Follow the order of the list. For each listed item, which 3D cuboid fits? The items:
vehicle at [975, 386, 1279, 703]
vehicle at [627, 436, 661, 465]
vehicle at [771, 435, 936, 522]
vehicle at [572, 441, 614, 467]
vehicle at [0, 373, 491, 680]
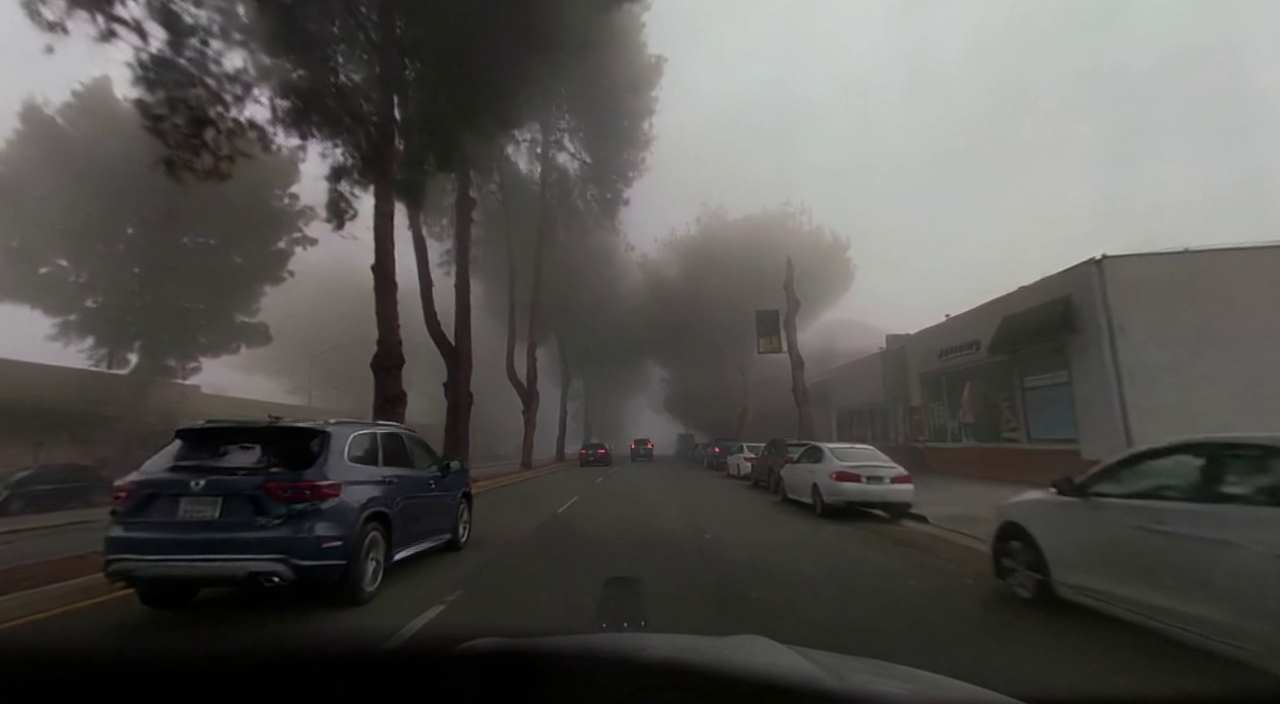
[{"bbox_3d":[4.260,1.125,3.965,1.940,1.669,4.142,0,-8,-1],"label":"vehicle"},{"bbox_3d":[0.264,6.399,41.049,2.075,1.770,4.018,0,-8,0],"label":"vehicle"},{"bbox_3d":[4.181,2.530,13.205,1.887,1.517,4.257,0,-8,-1],"label":"vehicle"},{"bbox_3d":[-2.848,6.265,39.008,2.151,1.484,4.468,0,-8,1],"label":"vehicle"},{"bbox_3d":[-3.144,1.317,5.981,2.186,1.708,4.746,0,-8,1],"label":"vehicle"}]
